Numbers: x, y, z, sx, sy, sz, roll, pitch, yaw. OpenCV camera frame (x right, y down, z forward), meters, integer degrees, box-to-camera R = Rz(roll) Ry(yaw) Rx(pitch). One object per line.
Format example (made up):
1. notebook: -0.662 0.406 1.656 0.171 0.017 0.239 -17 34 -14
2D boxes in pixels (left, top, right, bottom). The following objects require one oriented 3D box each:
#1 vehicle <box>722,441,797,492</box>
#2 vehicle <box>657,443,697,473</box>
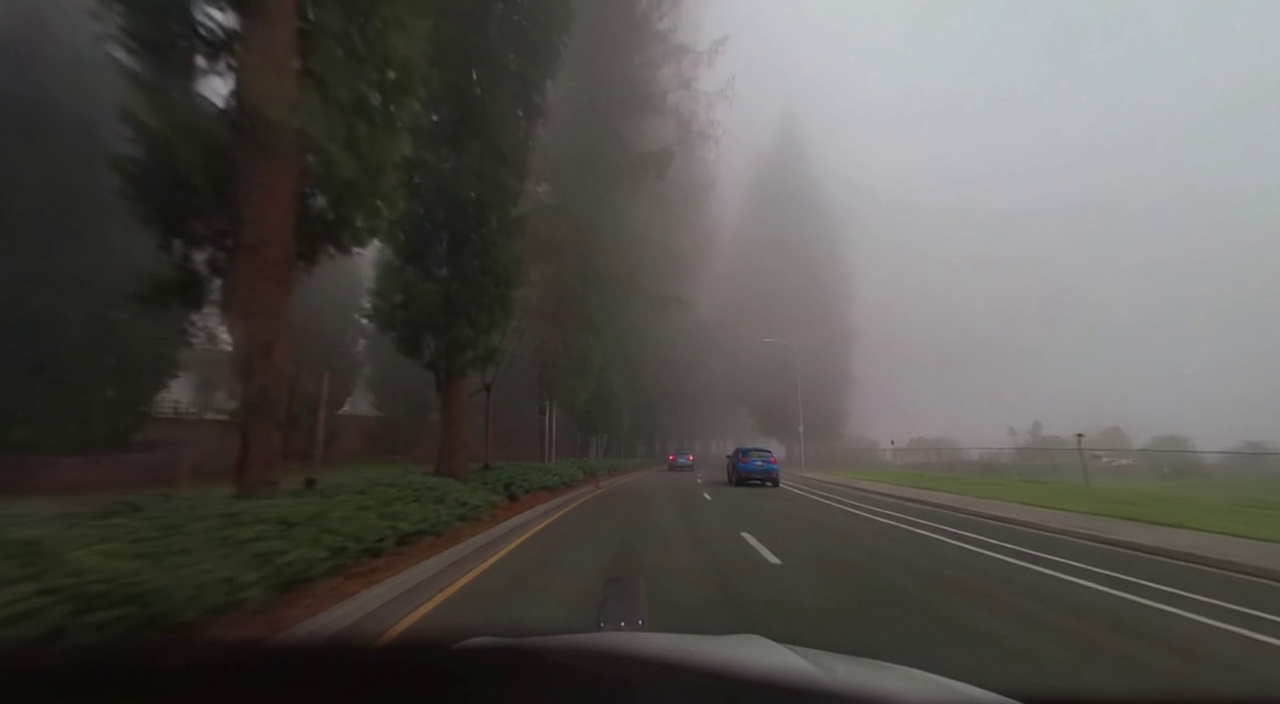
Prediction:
1. vehicle: 4.225 4.091 22.829 1.971 1.663 4.287 -1 -8 2
2. vehicle: 2.447 6.799 40.516 2.251 1.822 4.391 -1 -8 8
